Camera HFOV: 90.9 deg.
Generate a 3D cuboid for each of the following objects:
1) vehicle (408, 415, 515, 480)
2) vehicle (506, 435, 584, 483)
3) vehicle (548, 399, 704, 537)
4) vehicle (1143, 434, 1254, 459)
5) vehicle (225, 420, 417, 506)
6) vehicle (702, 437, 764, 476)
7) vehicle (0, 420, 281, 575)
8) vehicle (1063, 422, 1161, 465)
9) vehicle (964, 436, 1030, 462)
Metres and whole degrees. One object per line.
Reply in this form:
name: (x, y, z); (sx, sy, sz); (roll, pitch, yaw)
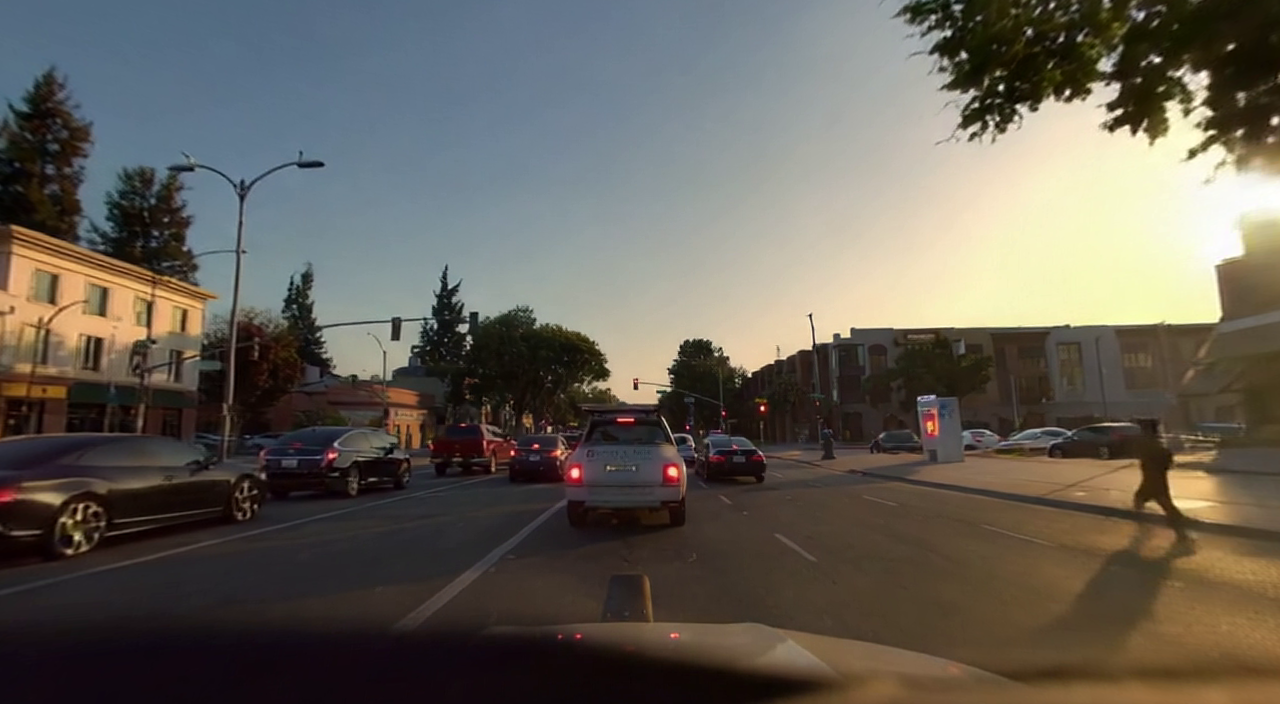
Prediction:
vehicle: (-6.270, 3.449, 22.818); (2.496, 2.112, 4.351); (0, -8, 1)
vehicle: (-3.141, 3.639, 21.742); (1.894, 1.461, 4.080); (0, -8, 2)
vehicle: (-0.188, 1.866, 10.619); (2.064, 1.817, 4.298); (0, -8, 0)
vehicle: (29.800, 5.064, 33.745); (4.176, 1.313, 1.719); (0, -9, 3)
vehicle: (-6.988, 2.477, 14.480); (1.941, 1.655, 4.503); (0, -8, 1)
vehicle: (3.696, 4.228, 25.785); (2.023, 1.441, 4.240); (0, -8, 1)
vehicle: (-6.886, 1.698, 8.196); (1.831, 1.451, 4.382); (0, -8, 0)
vehicle: (19.609, 3.795, 26.136); (4.156, 1.622, 1.924); (6, -10, -35)
vehicle: (20.509, 5.560, 36.200); (3.836, 1.443, 1.694); (6, -10, -34)
